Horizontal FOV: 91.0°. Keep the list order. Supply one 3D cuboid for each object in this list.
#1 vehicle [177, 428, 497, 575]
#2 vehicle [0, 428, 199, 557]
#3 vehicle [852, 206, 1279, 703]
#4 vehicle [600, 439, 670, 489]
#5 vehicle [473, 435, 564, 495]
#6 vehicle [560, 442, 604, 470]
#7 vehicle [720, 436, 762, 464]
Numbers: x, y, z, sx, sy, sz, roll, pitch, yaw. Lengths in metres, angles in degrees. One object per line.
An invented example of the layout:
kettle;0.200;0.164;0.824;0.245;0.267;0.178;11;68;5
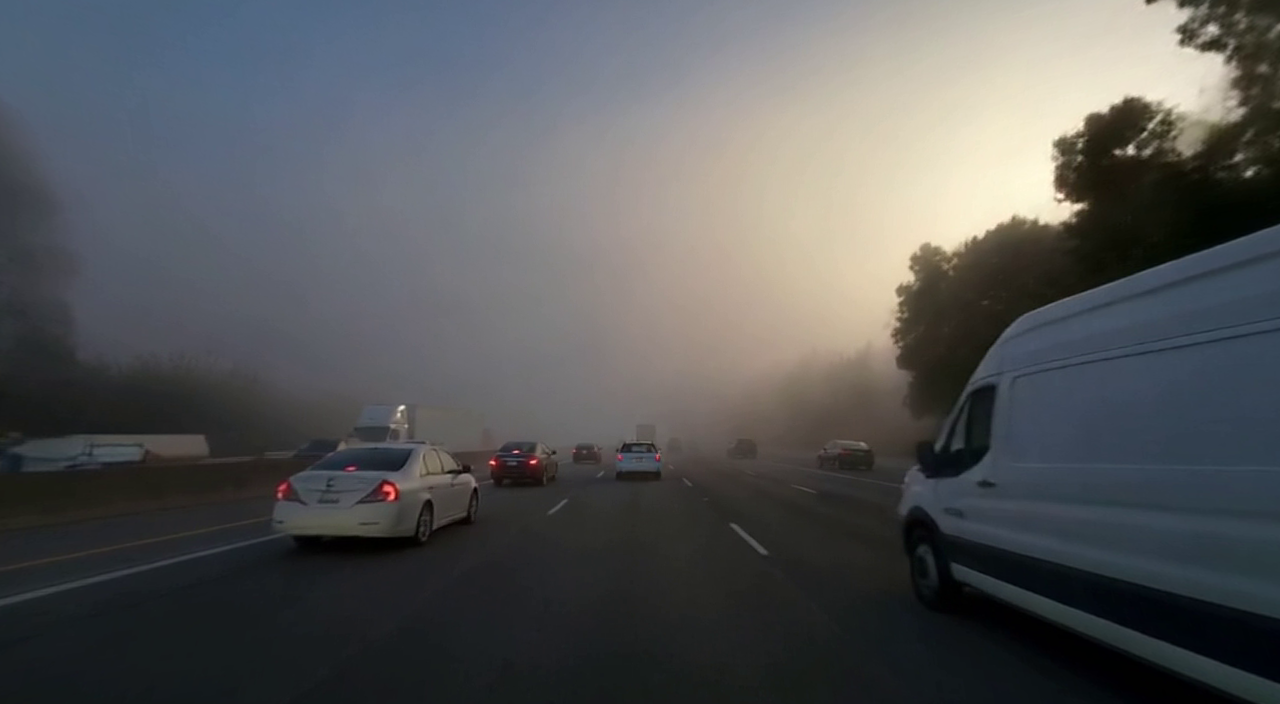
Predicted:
vehicle;-3.587;1.870;8.696;2.098;1.463;4.578;0;-9;1
vehicle;-8.796;1.863;8.653;2.125;1.542;4.595;0;-9;0
vehicle;3.360;0.757;3.336;2.460;2.086;5.576;0;-9;0
vehicle;-0.152;3.604;20.567;2.053;1.461;3.941;0;-9;0
vehicle;-3.583;3.417;19.379;1.956;1.602;4.258;0;-9;0
vehicle;-3.278;5.980;36.278;2.062;1.459;4.365;0;-9;1
vehicle;6.632;6.493;41.757;1.992;1.745;4.329;0;-9;-1
